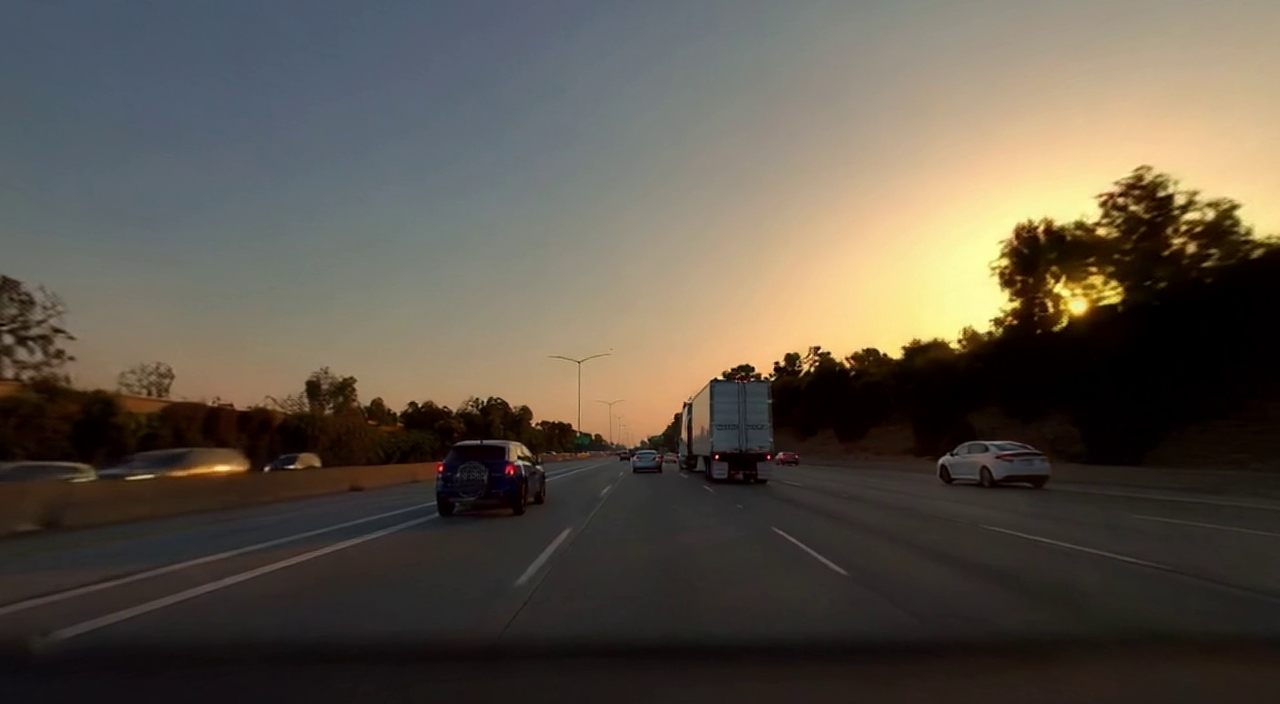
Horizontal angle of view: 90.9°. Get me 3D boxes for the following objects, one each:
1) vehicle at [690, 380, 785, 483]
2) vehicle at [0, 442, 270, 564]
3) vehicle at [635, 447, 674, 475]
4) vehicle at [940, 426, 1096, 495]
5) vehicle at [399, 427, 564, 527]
[{"bbox_3d":[4.387,4.119,31.504,2.821,4.077,12.562,0,-9,1],"label":"vehicle"},{"bbox_3d":[-8.415,2.252,10.244,2.084,1.518,4.418,0,-9,0],"label":"vehicle"},{"bbox_3d":[0.754,6.146,35.765,2.063,1.469,4.208,0,-9,0],"label":"vehicle"},{"bbox_3d":[11.275,3.262,19.275,2.041,1.824,4.376,0,-9,0],"label":"vehicle"},{"bbox_3d":[-3.099,2.576,13.528,2.237,1.745,4.575,0,-9,1],"label":"vehicle"}]
